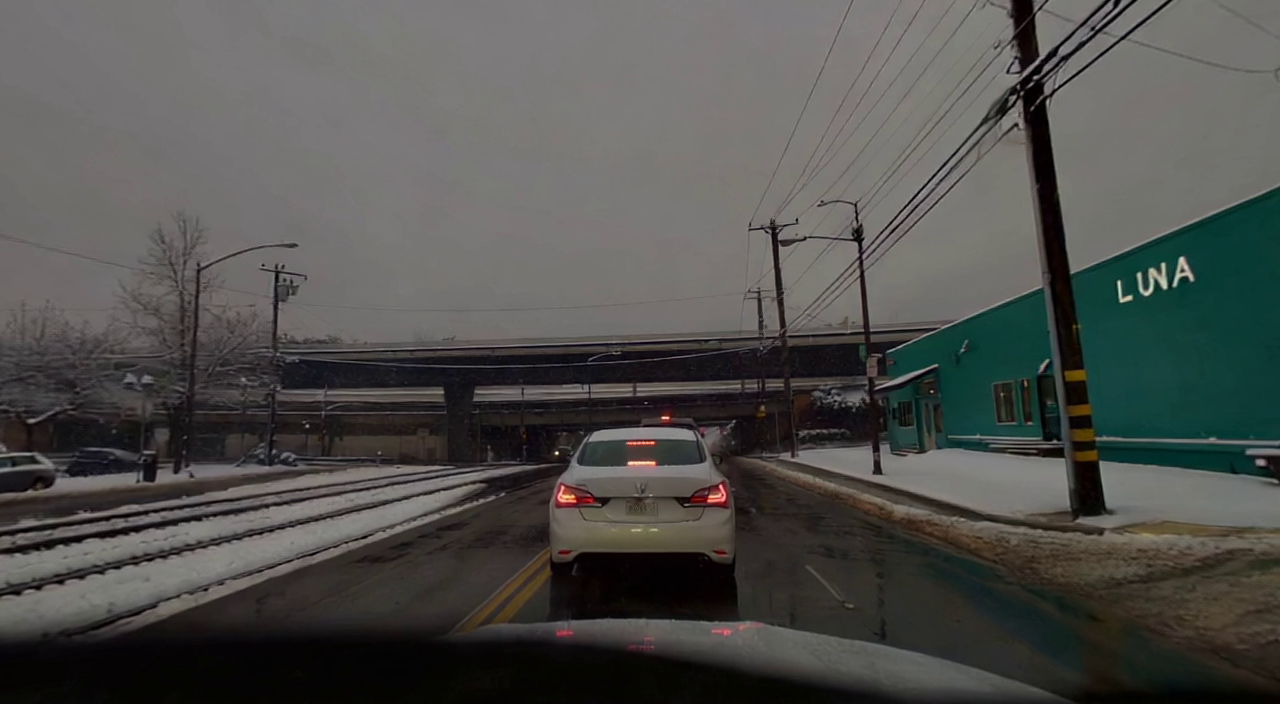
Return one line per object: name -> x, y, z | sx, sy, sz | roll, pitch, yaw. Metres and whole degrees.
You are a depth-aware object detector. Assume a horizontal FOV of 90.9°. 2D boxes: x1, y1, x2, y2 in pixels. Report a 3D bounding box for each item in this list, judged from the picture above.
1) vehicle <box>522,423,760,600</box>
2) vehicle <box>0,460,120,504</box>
vehicle -> 0.093, 1.709, 7.618 | 2.090, 1.518, 4.033 | -1, -9, 3
vehicle -> -21.929, 4.673, 22.835 | 4.566, 1.453, 1.935 | -1, -9, 5
